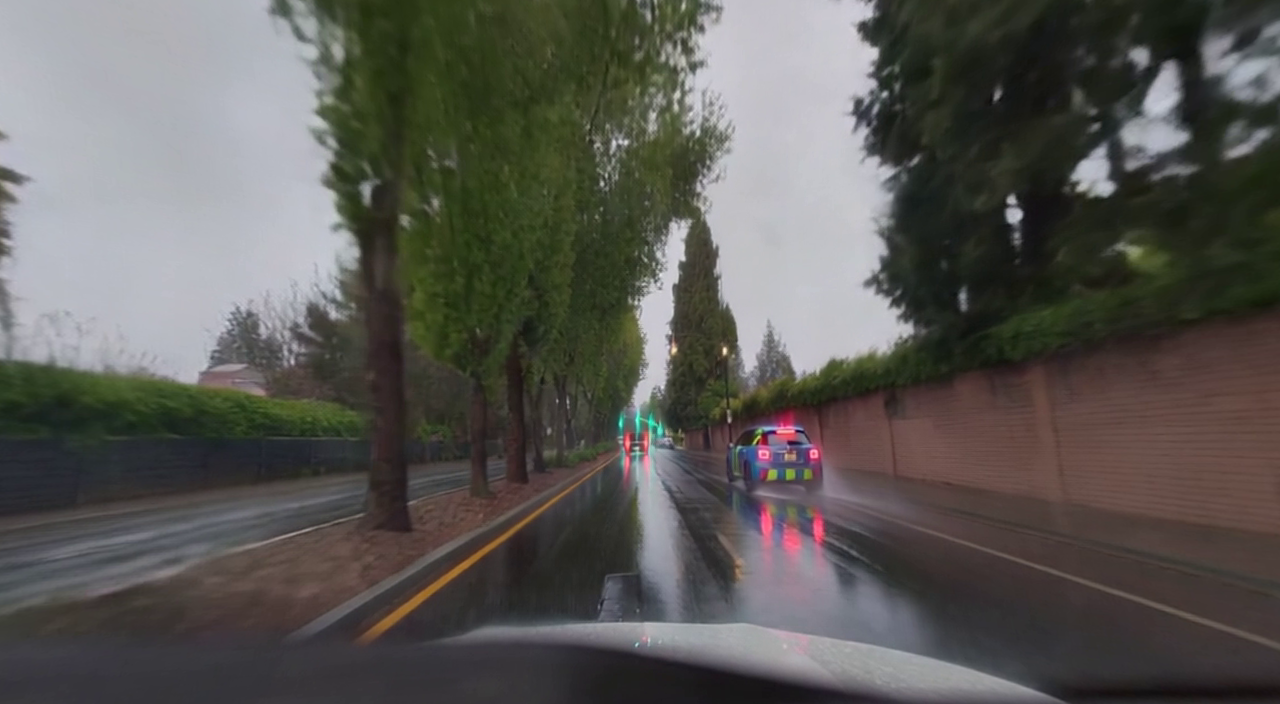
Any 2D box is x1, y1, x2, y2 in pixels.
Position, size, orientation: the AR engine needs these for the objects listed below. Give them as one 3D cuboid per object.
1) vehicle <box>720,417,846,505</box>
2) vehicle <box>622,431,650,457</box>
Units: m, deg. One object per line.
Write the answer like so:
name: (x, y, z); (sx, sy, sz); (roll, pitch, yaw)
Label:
vehicle: (3.091, 2.461, 14.547); (1.840, 1.709, 4.202); (0, -8, -1)
vehicle: (-0.311, 6.657, 45.423); (1.984, 1.777, 3.148); (0, -8, -1)
